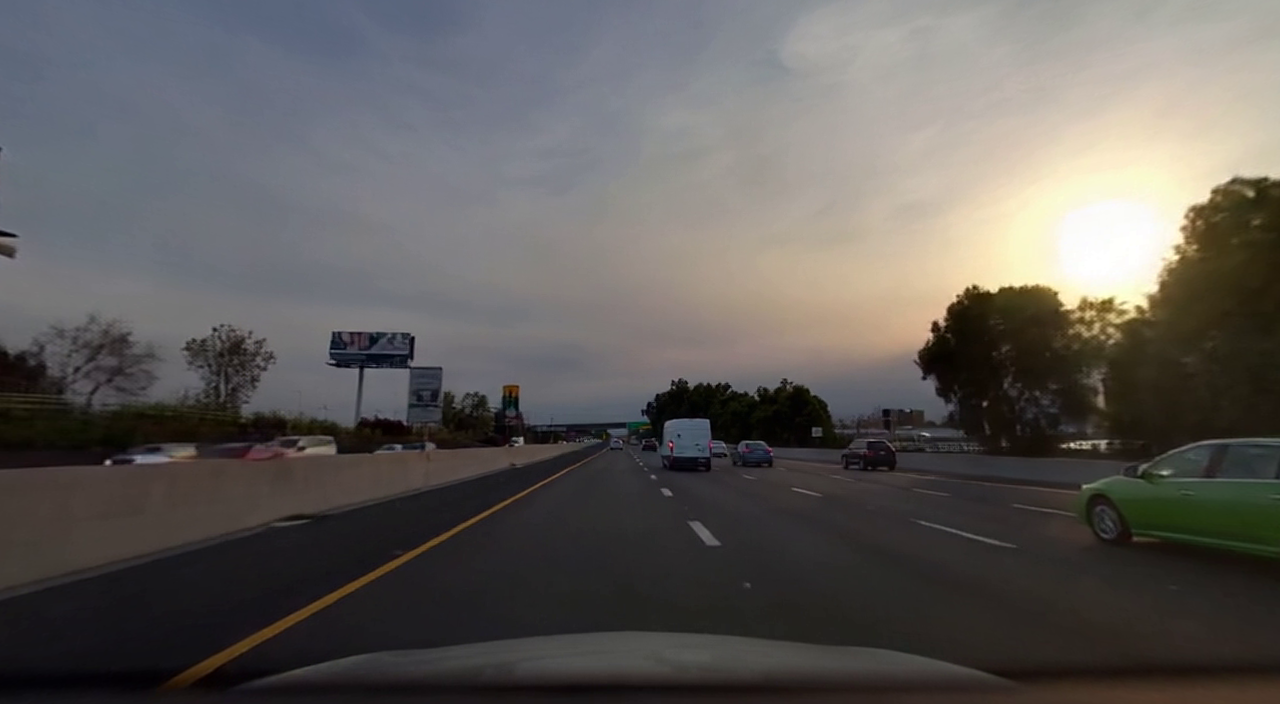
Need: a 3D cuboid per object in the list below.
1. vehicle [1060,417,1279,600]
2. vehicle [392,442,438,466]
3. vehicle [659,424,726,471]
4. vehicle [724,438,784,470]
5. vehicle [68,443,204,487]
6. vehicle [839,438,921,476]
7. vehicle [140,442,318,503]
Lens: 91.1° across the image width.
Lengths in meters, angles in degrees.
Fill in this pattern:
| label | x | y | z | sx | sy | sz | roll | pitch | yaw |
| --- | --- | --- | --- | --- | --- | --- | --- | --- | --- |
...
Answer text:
| label | x | y | z | sx | sy | sz | roll | pitch | yaw |
| --- | --- | --- | --- | --- | --- | --- | --- | --- | --- |
| vehicle | 6.363 | 1.331 | 5.370 | 2.003 | 1.517 | 4.936 | 0 | -8 | -2 |
| vehicle | -15.807 | 7.187 | 44.306 | 1.870 | 1.513 | 3.866 | -2 | -8 | -1 |
| vehicle | 2.410 | 4.634 | 30.512 | 2.546 | 2.087 | 5.404 | 0 | -8 | -3 |
| vehicle | 5.679 | 5.115 | 31.743 | 2.099 | 1.510 | 3.784 | 0 | -8 | -3 |
| vehicle | -23.130 | 5.158 | 29.173 | 2.372 | 1.803 | 4.973 | -1 | -8 | -3 |
| vehicle | 10.054 | 4.403 | 26.570 | 1.874 | 1.496 | 3.586 | 0 | -8 | -3 |
| vehicle | -11.059 | 3.239 | 17.397 | 2.060 | 1.452 | 4.444 | 0 | -8 | -2 |
